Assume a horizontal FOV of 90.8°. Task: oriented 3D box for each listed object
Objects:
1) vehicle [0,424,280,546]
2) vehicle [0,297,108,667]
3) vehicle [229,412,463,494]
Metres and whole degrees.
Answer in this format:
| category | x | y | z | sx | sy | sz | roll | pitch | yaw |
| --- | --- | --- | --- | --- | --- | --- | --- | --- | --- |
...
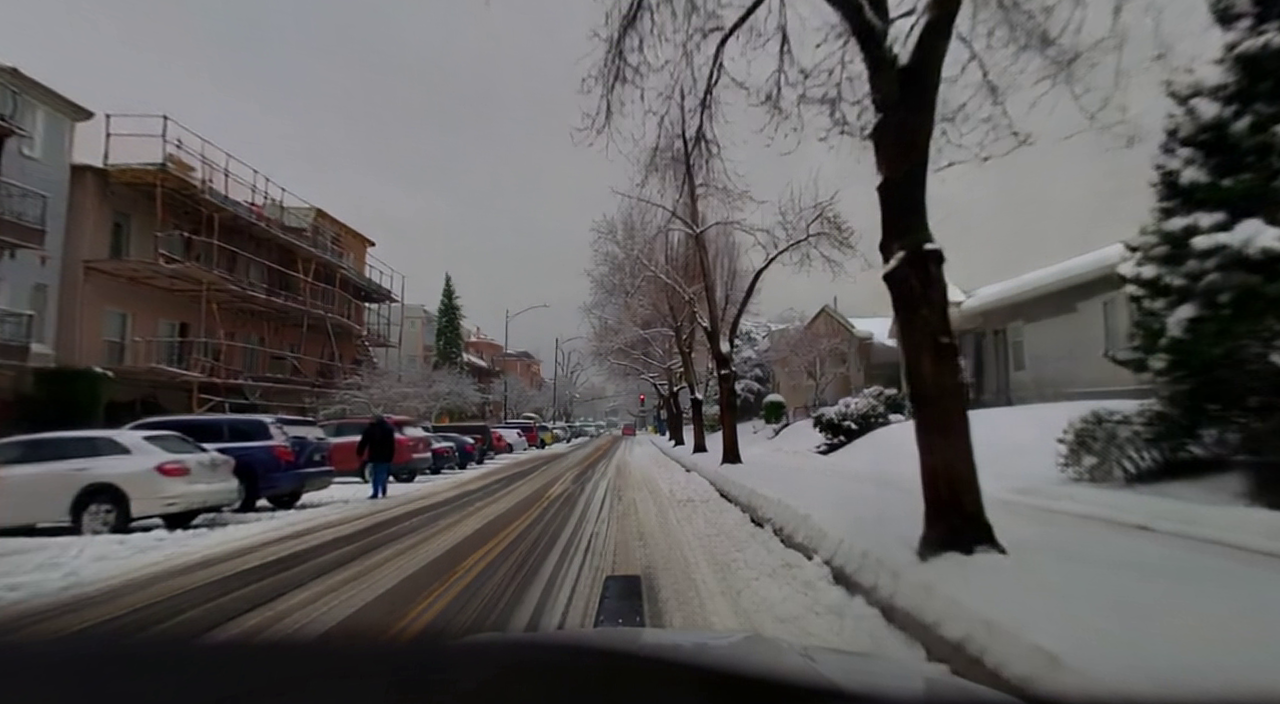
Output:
| category | x | y | z | sx | sy | sz | roll | pitch | yaw |
| --- | --- | --- | --- | --- | --- | --- | --- | --- | --- |
| vehicle | -7.703 | 1.850 | 9.084 | 3.908 | 1.544 | 1.789 | 0 | -8 | -1 |
| vehicle | -7.045 | 0.788 | 3.599 | 5.592 | 2.439 | 2.515 | 0 | -8 | -1 |
| vehicle | -7.503 | 2.631 | 16.571 | 4.981 | 1.975 | 2.296 | -1 | -8 | 3 |
